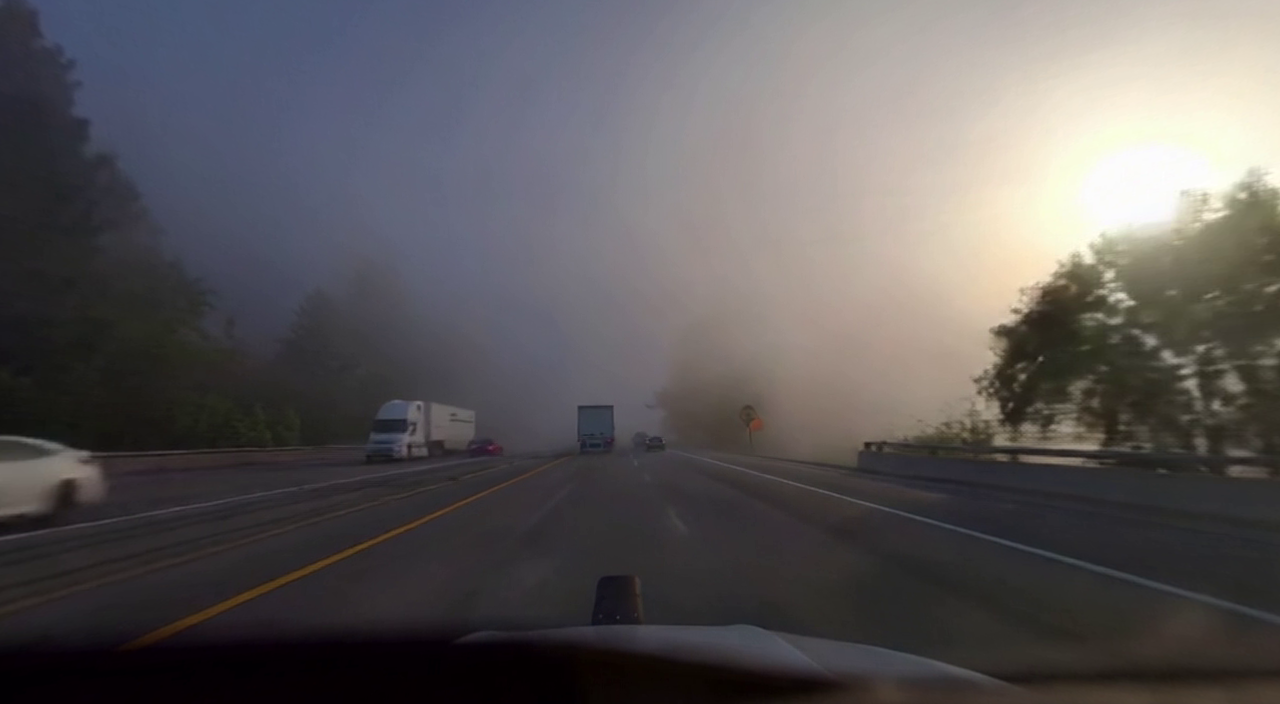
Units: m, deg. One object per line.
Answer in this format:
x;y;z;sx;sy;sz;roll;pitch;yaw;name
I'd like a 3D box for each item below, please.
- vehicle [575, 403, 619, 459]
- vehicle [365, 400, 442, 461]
-2.548;4.905;38.900;2.450;3.098;6.965;0;-8;-2;vehicle
-15.838;5.344;42.585;2.952;3.869;5.852;0;-8;-2;vehicle
